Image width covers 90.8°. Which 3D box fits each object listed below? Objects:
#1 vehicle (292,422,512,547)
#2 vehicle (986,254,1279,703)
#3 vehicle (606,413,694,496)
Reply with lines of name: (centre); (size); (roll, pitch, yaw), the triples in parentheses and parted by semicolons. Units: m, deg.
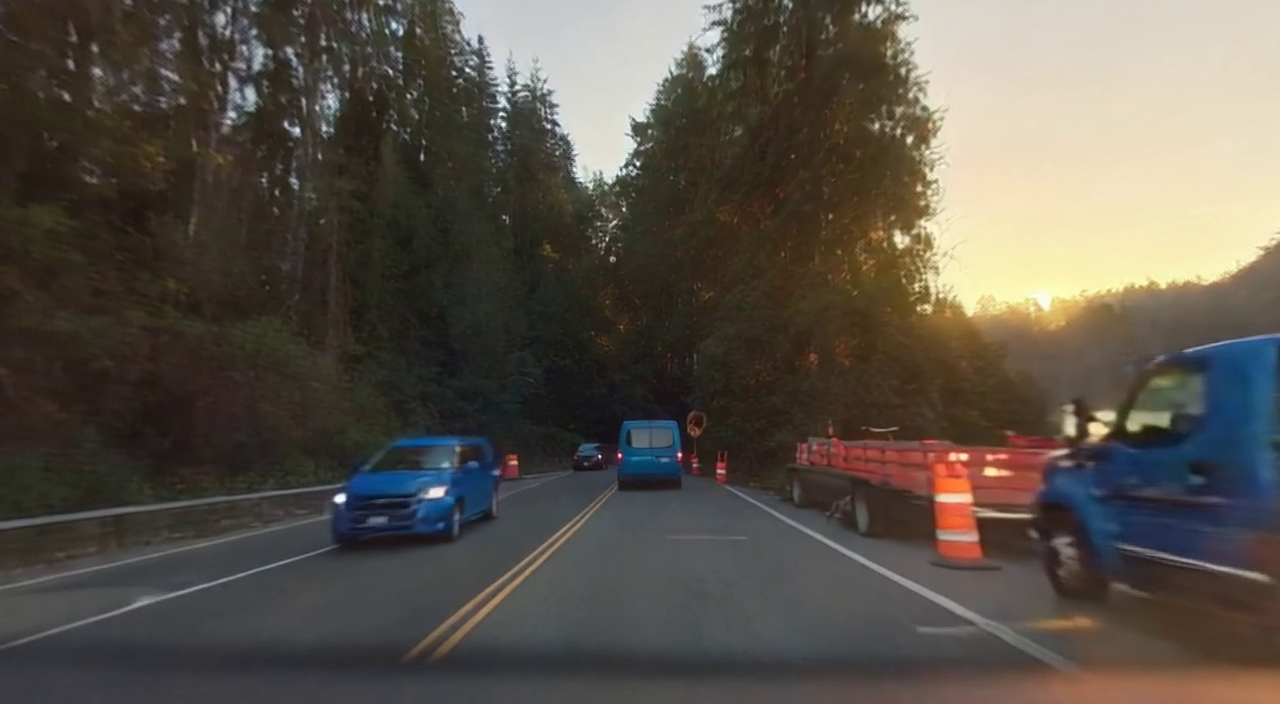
vehicle: (-4.049, 2.353, 11.971); (2.230, 1.842, 5.014); (0, -9, 0)
vehicle: (3.834, 0.395, 0.776); (2.833, 2.033, 7.668); (0, -9, 3)
vehicle: (0.345, 3.151, 19.653); (2.362, 2.247, 4.892); (0, -9, 2)
